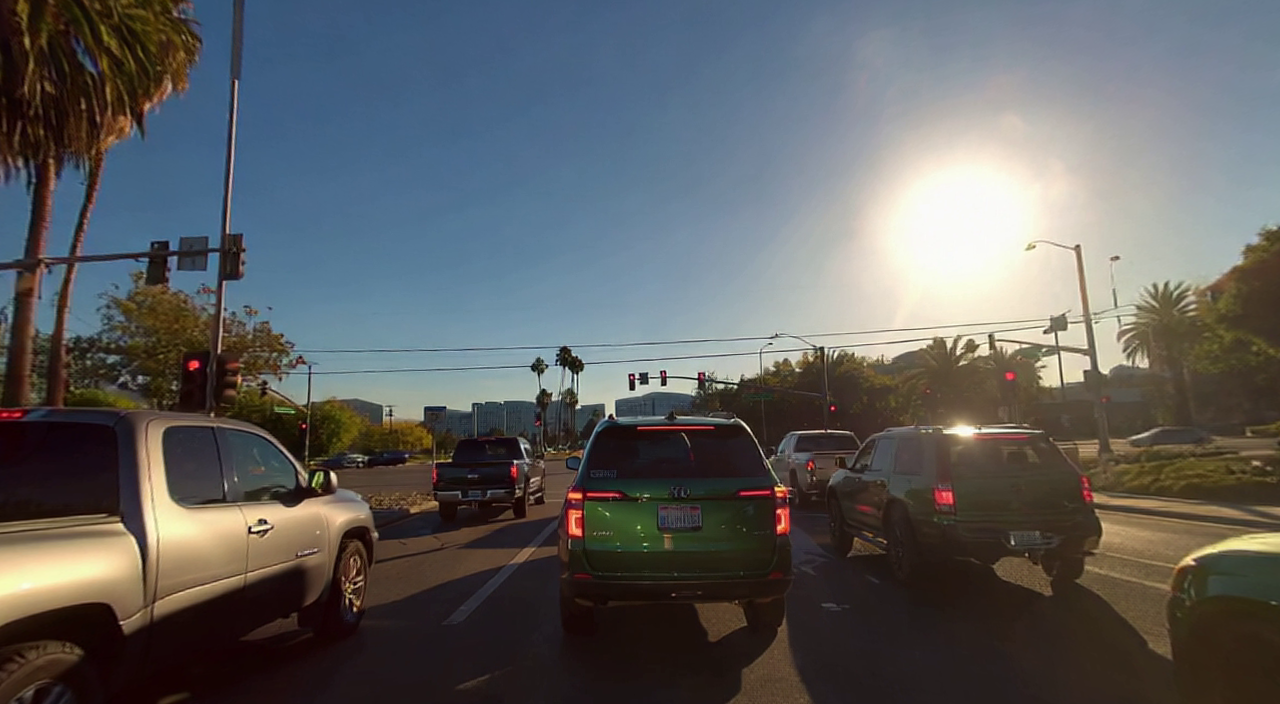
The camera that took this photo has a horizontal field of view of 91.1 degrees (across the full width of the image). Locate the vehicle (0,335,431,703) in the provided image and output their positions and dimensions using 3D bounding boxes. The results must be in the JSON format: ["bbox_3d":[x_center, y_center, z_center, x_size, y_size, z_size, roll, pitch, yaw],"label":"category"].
[{"bbox_3d":[-3.149,1.088,3.904,2.171,1.702,4.416,0,-9,0],"label":"vehicle"}]

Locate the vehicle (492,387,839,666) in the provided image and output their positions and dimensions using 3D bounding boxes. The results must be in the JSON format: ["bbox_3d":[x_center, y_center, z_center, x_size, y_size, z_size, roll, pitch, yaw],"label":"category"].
[{"bbox_3d":[0.187,1.377,6.008,2.123,1.704,4.128,0,-8,1],"label":"vehicle"}]

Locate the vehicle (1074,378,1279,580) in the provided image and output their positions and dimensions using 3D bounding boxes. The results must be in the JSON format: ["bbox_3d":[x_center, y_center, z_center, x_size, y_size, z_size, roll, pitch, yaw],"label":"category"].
[{"bbox_3d":[7.333,1.211,5.975,2.337,1.925,5.728,0,-8,1],"label":"vehicle"}]

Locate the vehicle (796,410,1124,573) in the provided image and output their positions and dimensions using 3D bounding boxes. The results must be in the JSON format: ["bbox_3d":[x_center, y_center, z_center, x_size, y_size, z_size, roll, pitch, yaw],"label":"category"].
[{"bbox_3d":[4.038,1.864,9.277,2.072,1.704,5.170,0,-8,-1],"label":"vehicle"}]
